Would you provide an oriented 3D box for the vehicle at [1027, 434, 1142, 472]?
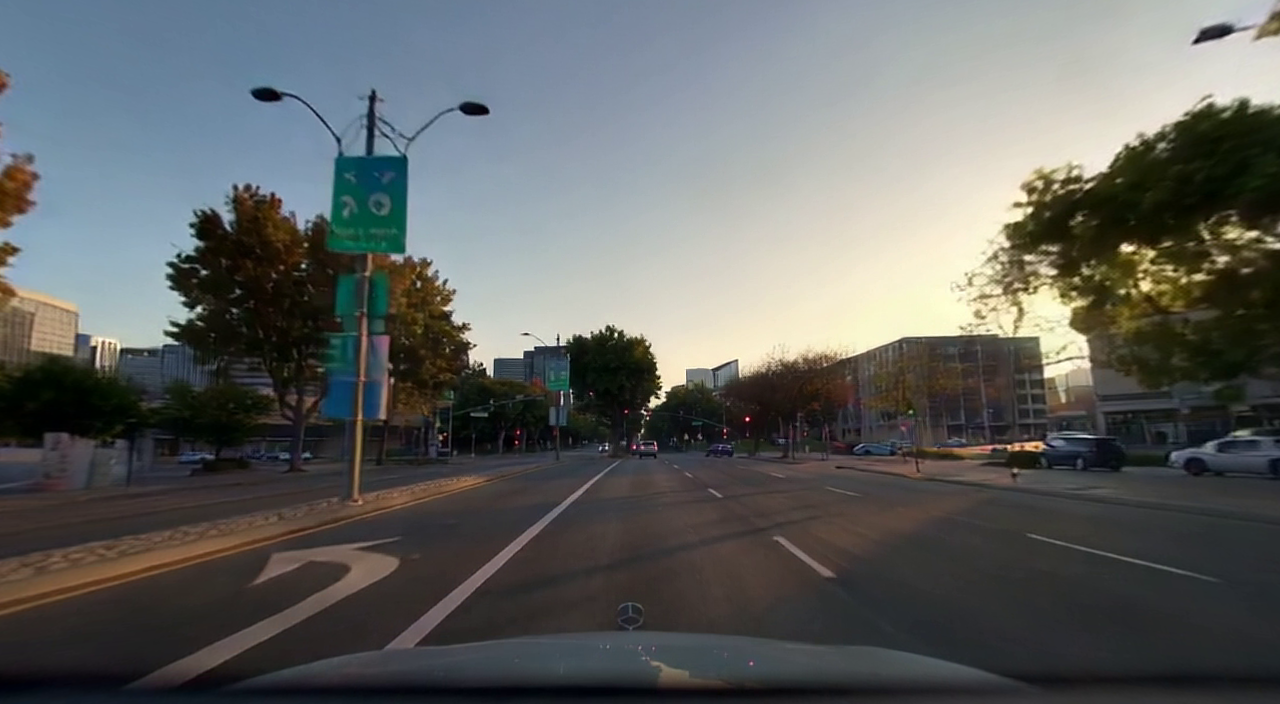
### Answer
[{"bbox_3d":[19.225,4.377,27.561,1.842,1.495,4.474,0,-8,2],"label":"vehicle"}]

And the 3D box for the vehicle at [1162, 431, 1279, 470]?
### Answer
[{"bbox_3d":[24.867,4.211,26.963,1.736,1.516,4.047,-1,-8,3],"label":"vehicle"}]
